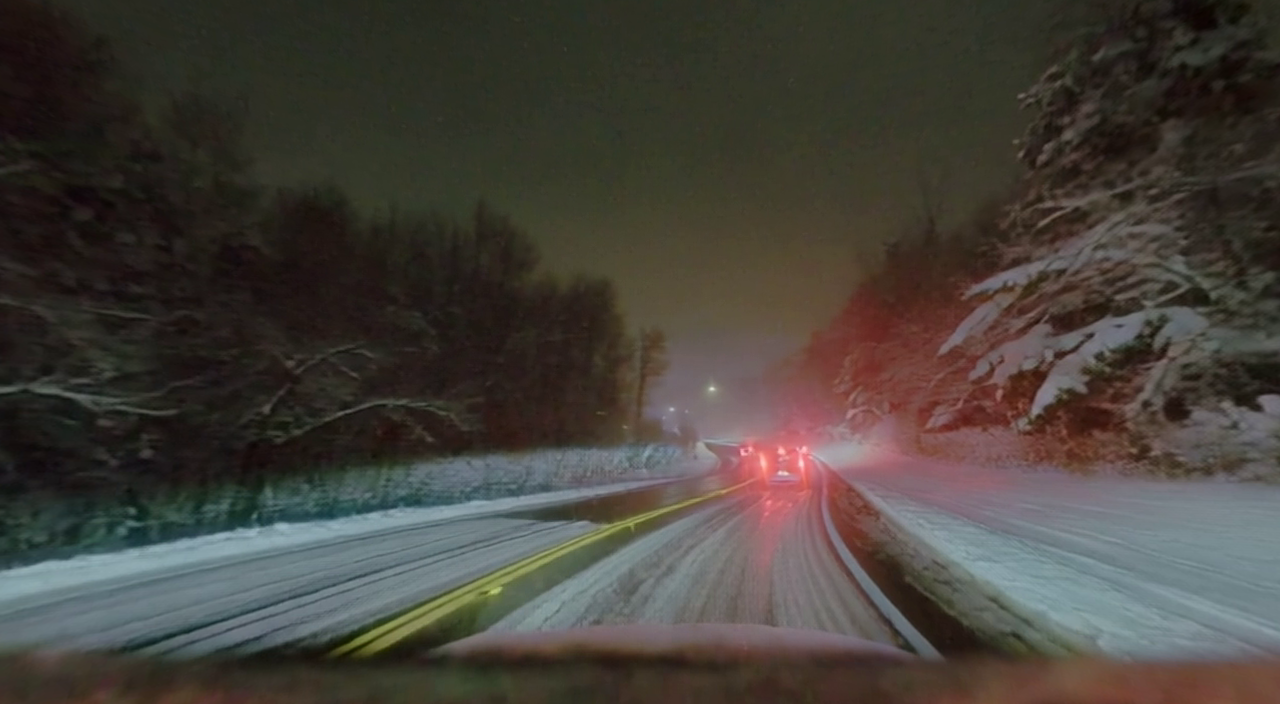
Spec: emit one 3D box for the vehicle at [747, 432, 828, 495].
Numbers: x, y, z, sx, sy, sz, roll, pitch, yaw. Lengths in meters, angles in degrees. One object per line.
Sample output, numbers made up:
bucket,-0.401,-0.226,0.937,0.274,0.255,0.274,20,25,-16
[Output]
vehicle,5.493,3.989,23.076,2.500,1.961,5.637,-3,-9,15
